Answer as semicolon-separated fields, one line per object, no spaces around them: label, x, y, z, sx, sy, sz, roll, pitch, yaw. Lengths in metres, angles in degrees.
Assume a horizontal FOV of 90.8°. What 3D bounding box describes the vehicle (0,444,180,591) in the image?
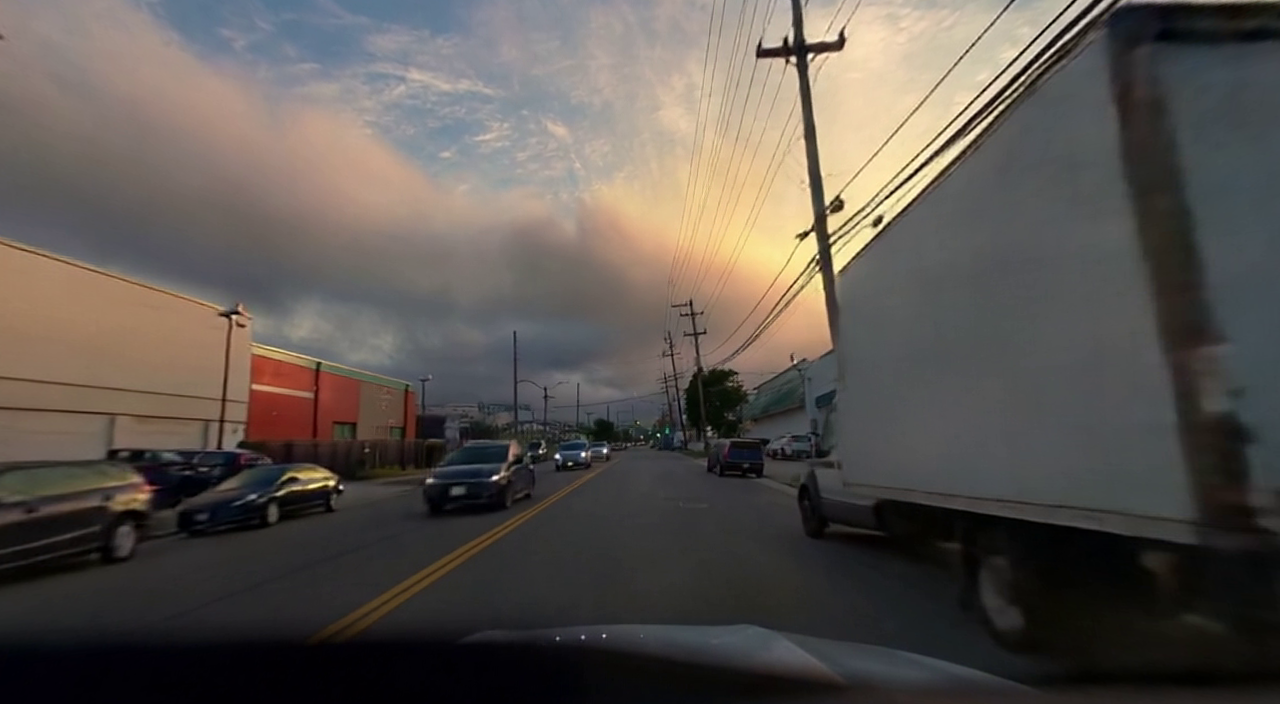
vehicle;-8.241;2.037;7.619;1.954;1.622;4.761;-5;-8;-1

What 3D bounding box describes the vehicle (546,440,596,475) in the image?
vehicle;-3.603;5.642;33.983;2.100;1.723;4.433;-1;-9;1

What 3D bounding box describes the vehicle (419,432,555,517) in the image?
vehicle;-3.381;2.794;14.872;2.061;1.679;4.042;-1;-9;2

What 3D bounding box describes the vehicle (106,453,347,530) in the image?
vehicle;-10.360;3.503;16.199;4.757;1.537;1.957;-2;-8;-5

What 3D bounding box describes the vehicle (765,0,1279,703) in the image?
vehicle;3.507;0.324;6.188;2.874;3.757;8.612;2;-9;1

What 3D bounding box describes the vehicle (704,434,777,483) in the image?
vehicle;3.846;4.155;25.014;2.092;1.730;4.595;0;-9;0
